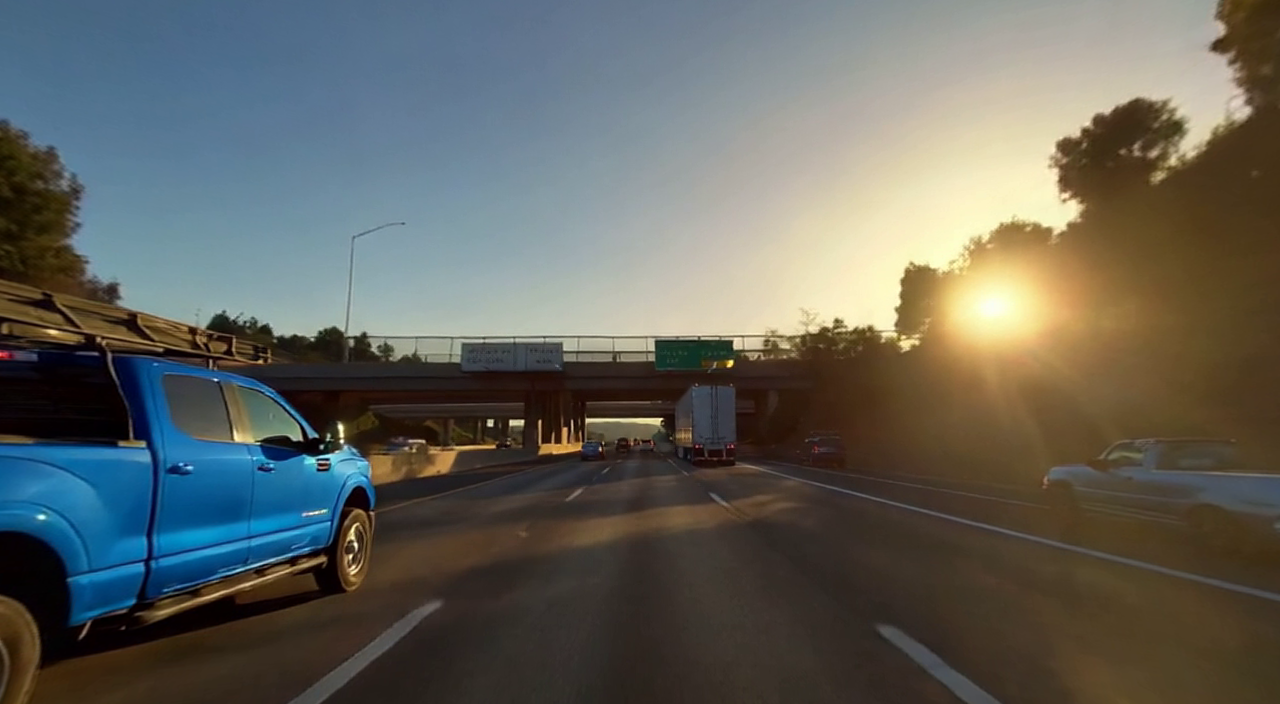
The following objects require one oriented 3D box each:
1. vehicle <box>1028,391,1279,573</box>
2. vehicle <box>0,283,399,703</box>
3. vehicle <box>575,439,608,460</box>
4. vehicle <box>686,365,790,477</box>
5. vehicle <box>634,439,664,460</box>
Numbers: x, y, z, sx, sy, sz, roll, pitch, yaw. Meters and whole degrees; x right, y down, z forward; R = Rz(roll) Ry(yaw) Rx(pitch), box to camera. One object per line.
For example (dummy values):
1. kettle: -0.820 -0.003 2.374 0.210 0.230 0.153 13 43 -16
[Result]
1. vehicle: 7.061 1.441 7.433 1.999 1.700 4.640 0 -8 0
2. vehicle: -4.050 0.915 3.868 2.599 2.054 6.288 0 -8 1
3. vehicle: -3.524 7.192 46.473 2.077 1.446 4.106 0 -8 0
4. vehicle: 3.974 3.401 29.135 2.885 4.036 12.891 0 -8 1
5. vehicle: 0.626 7.134 46.364 2.092 1.446 4.092 0 -8 0
